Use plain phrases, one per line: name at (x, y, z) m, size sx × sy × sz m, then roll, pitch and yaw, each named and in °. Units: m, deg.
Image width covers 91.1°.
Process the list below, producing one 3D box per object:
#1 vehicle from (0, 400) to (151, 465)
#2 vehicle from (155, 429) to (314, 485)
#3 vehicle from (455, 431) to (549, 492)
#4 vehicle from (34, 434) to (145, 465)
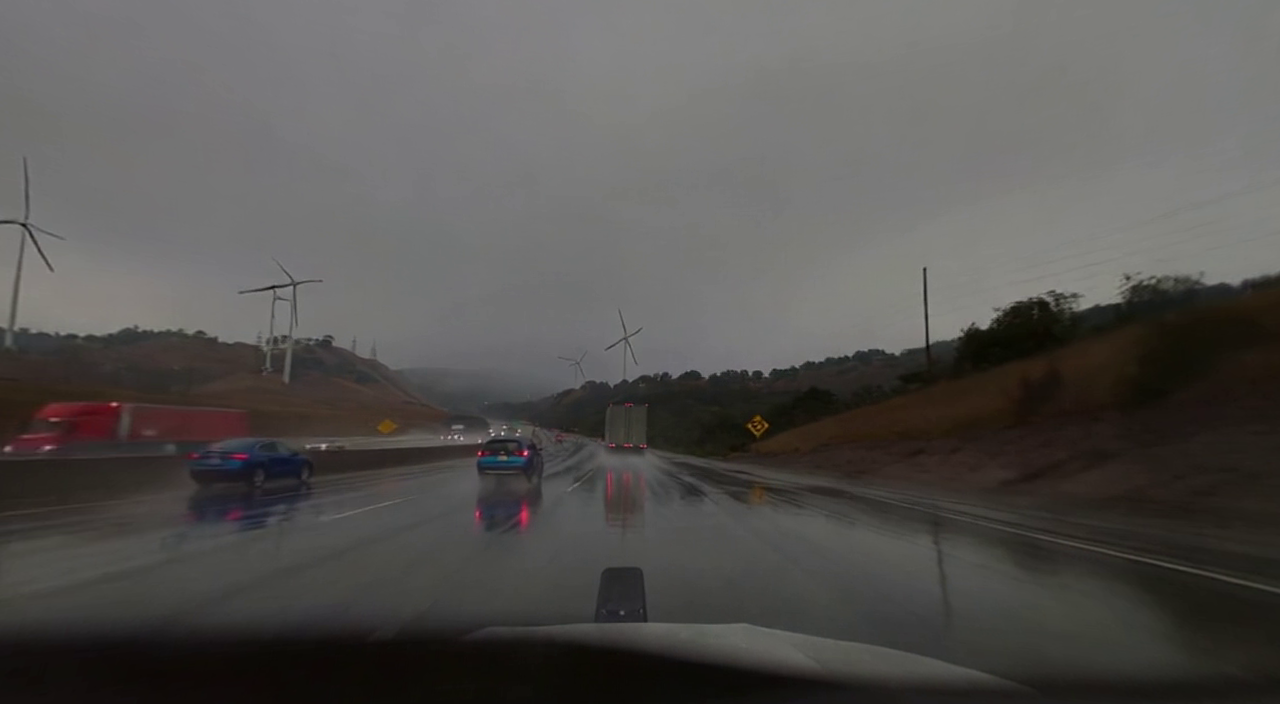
vehicle at (-37.781, 5.508, 42.497) m, size 3.004 × 3.920 × 8.026 m, roll 0°, pitch -8°, yaw -3°
vehicle at (-14.945, 3.910, 23.708) m, size 2.285 × 1.835 × 5.672 m, roll 0°, pitch -8°, yaw -1°
vehicle at (-4.142, 3.332, 19.507) m, size 2.109 × 1.684 × 3.783 m, roll 0°, pitch -8°, yaw -1°
vehicle at (-29.437, 5.245, 33.808) m, size 1.949 × 1.537 × 4.581 m, roll 0°, pitch -8°, yaw -2°
